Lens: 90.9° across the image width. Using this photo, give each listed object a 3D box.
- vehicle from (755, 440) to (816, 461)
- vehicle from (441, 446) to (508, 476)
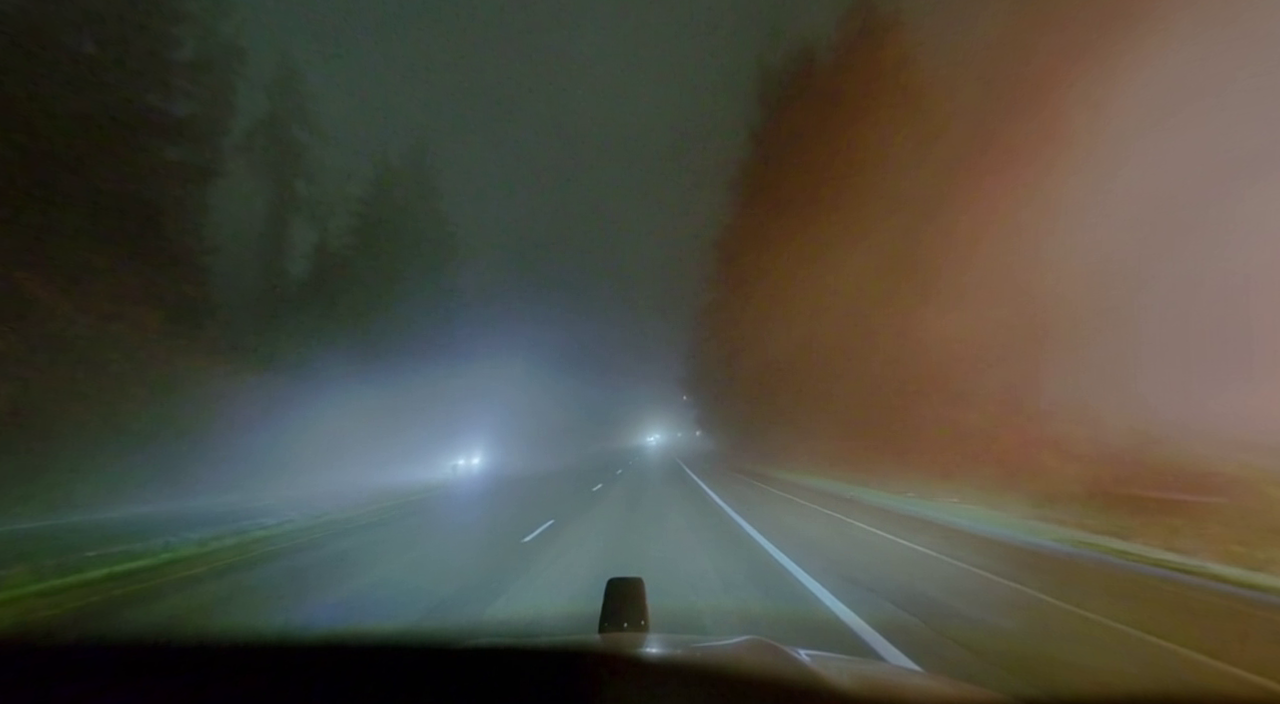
[{"bbox_3d":[11.380,7.685,49.381,4.227,1.608,2.018,0,-8,-3],"label":"vehicle"},{"bbox_3d":[-8.369,5.530,32.266,2.162,1.438,4.374,0,-8,2],"label":"vehicle"}]
